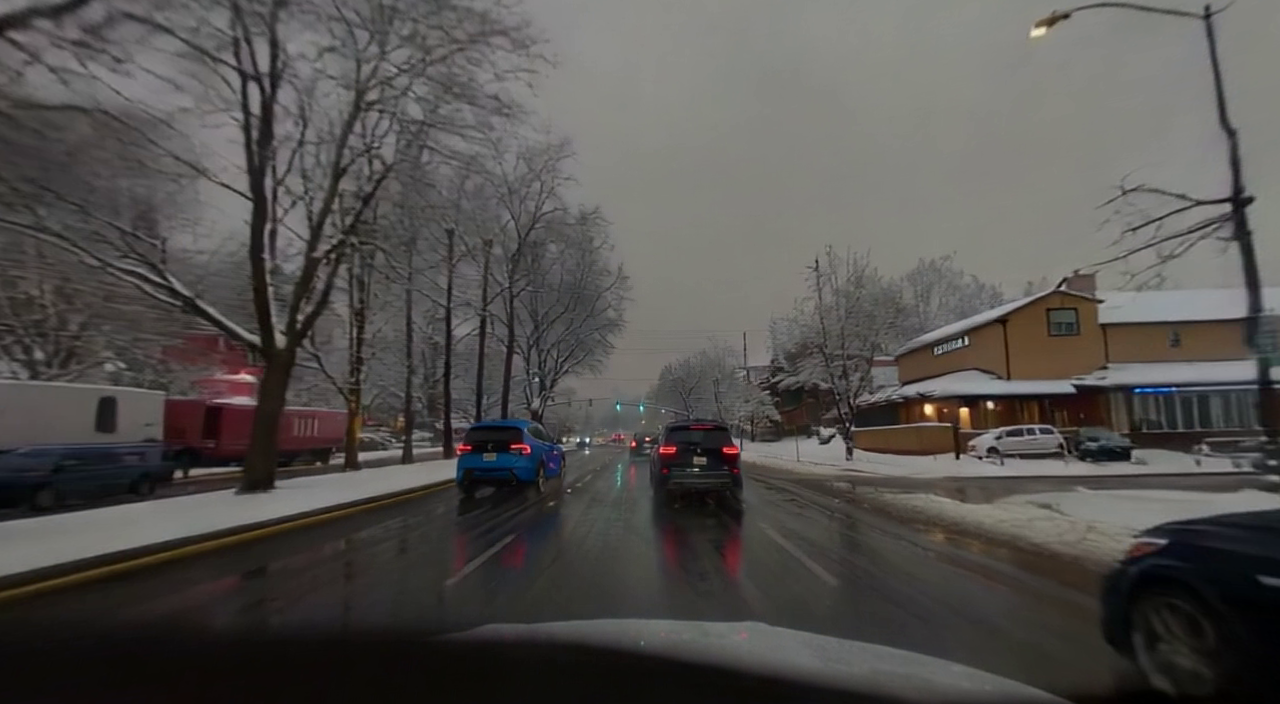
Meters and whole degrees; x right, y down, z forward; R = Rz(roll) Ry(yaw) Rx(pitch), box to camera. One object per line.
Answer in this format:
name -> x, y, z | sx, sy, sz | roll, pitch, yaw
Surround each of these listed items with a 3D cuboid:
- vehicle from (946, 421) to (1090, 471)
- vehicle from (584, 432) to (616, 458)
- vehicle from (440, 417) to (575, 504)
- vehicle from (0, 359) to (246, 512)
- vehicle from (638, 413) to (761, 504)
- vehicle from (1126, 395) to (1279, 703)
vehicle -> 15.974, 3.953, 27.008 | 2.032, 1.877, 4.876 | 1, -7, -25
vehicle -> -2.916, 6.832, 46.282 | 2.014, 1.755, 4.360 | 0, -8, 1
vehicle -> -2.827, 2.463, 14.717 | 2.043, 1.687, 4.676 | 0, -8, 1
vehicle -> -15.109, 2.213, 16.427 | 2.901, 3.276, 9.720 | 0, -8, 3
vehicle -> 1.151, 2.391, 14.502 | 2.280, 1.747, 4.361 | 0, -8, -2
vehicle -> 3.543, 0.697, 0.944 | 2.017, 1.491, 4.611 | 0, -8, 1
